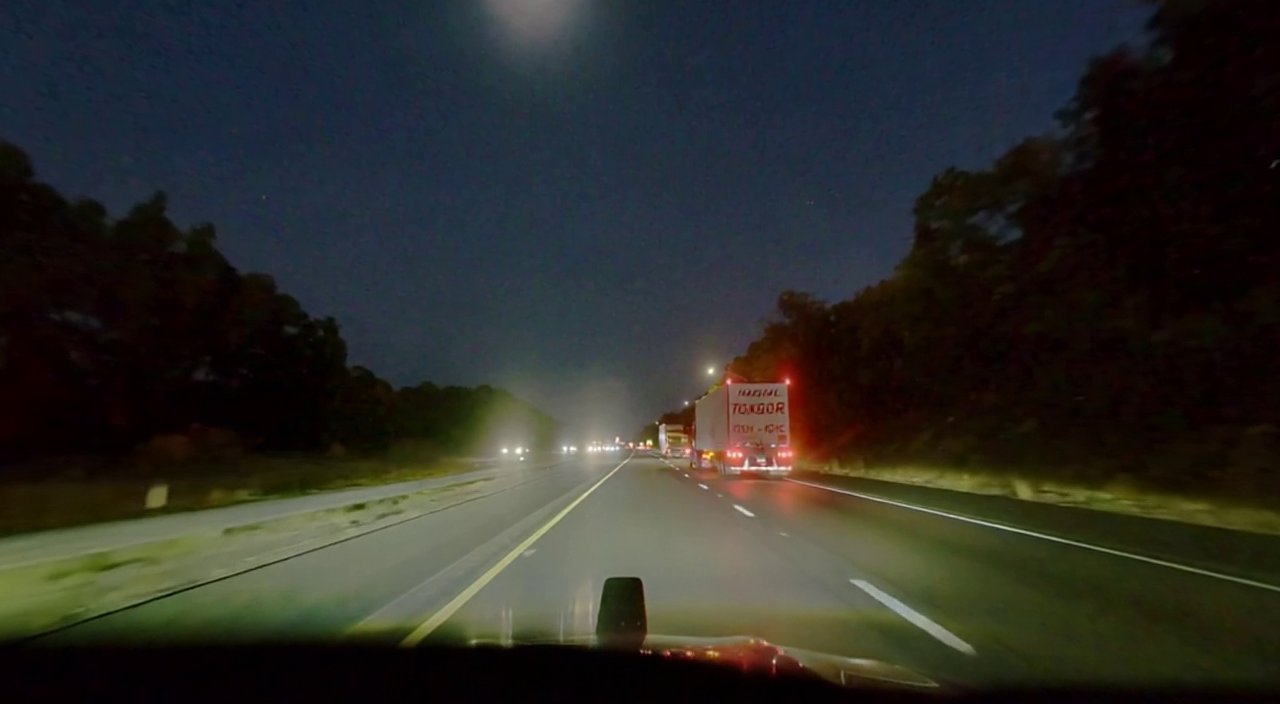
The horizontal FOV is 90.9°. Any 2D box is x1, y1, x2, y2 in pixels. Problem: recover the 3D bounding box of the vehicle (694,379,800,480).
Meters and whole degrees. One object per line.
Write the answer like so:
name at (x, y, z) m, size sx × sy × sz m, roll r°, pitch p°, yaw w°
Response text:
vehicle at (4.945, 4.216, 32.749) m, size 2.929 × 4.093 × 14.258 m, roll 0°, pitch -9°, yaw 0°
